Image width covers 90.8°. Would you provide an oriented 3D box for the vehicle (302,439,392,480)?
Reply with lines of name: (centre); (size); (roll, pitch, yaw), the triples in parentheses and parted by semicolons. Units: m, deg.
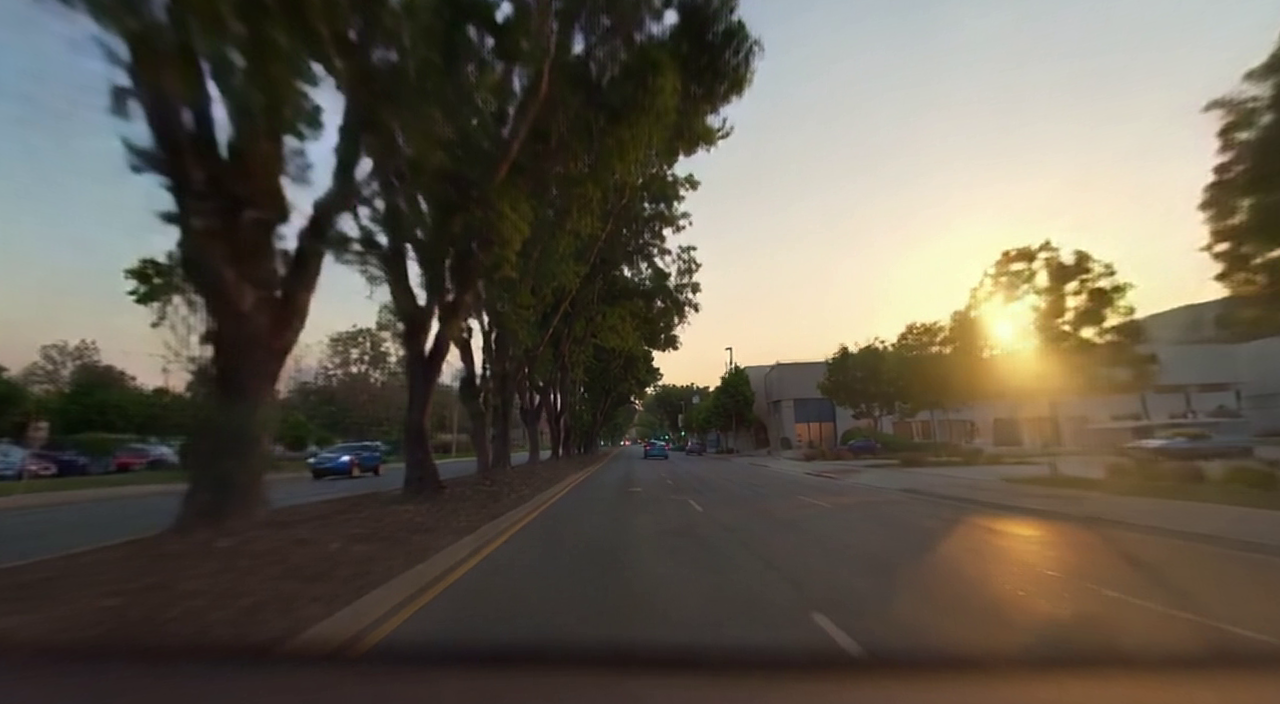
vehicle: (-15.377, 5.631, 33.546); (2.141, 1.942, 5.474); (0, -8, 0)
